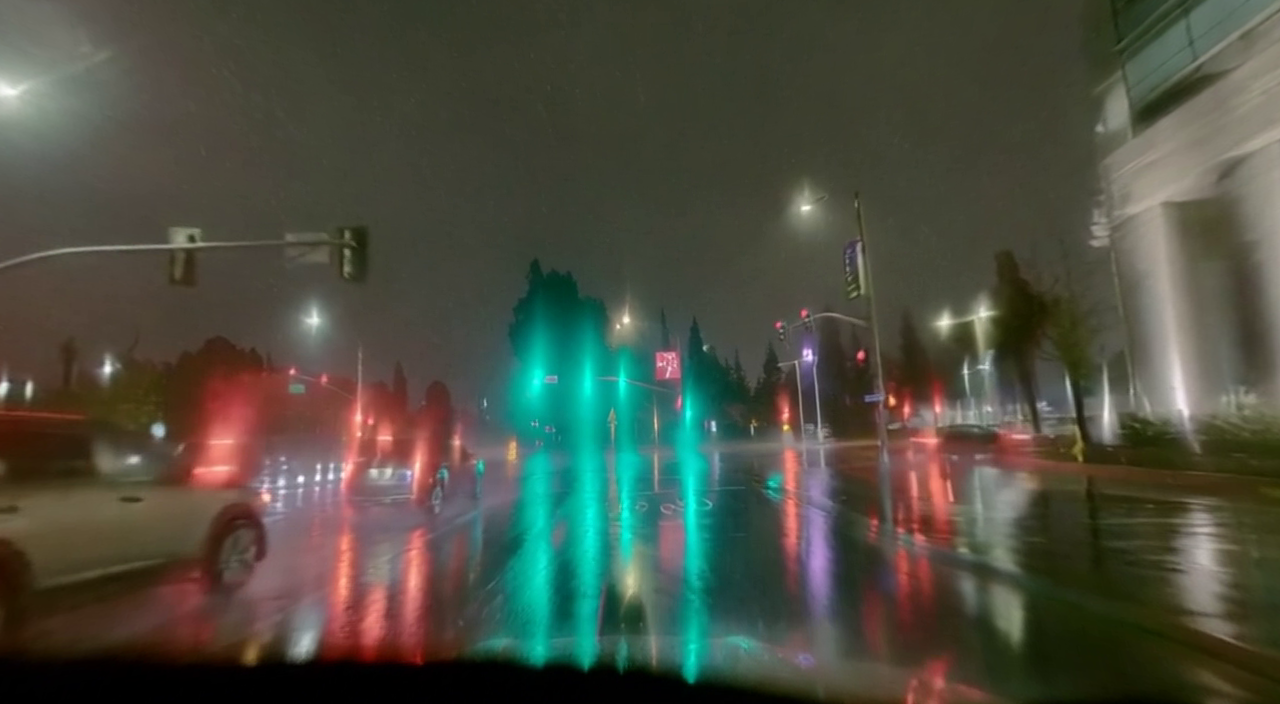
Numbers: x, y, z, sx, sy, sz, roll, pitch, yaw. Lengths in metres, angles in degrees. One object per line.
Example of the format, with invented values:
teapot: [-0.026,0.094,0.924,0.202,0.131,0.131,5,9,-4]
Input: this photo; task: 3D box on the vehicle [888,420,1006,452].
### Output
vehicle: [14.960,4.124,30.750,4.767,1.524,1.929,0,-9,-1]

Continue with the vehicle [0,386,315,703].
vehicle: [-4.361,1.143,4.207,2.043,1.636,4.320,0,-9,0]

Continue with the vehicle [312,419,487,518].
vehicle: [-4.858,2.429,13.582,1.971,1.740,4.654,0,-9,-1]
